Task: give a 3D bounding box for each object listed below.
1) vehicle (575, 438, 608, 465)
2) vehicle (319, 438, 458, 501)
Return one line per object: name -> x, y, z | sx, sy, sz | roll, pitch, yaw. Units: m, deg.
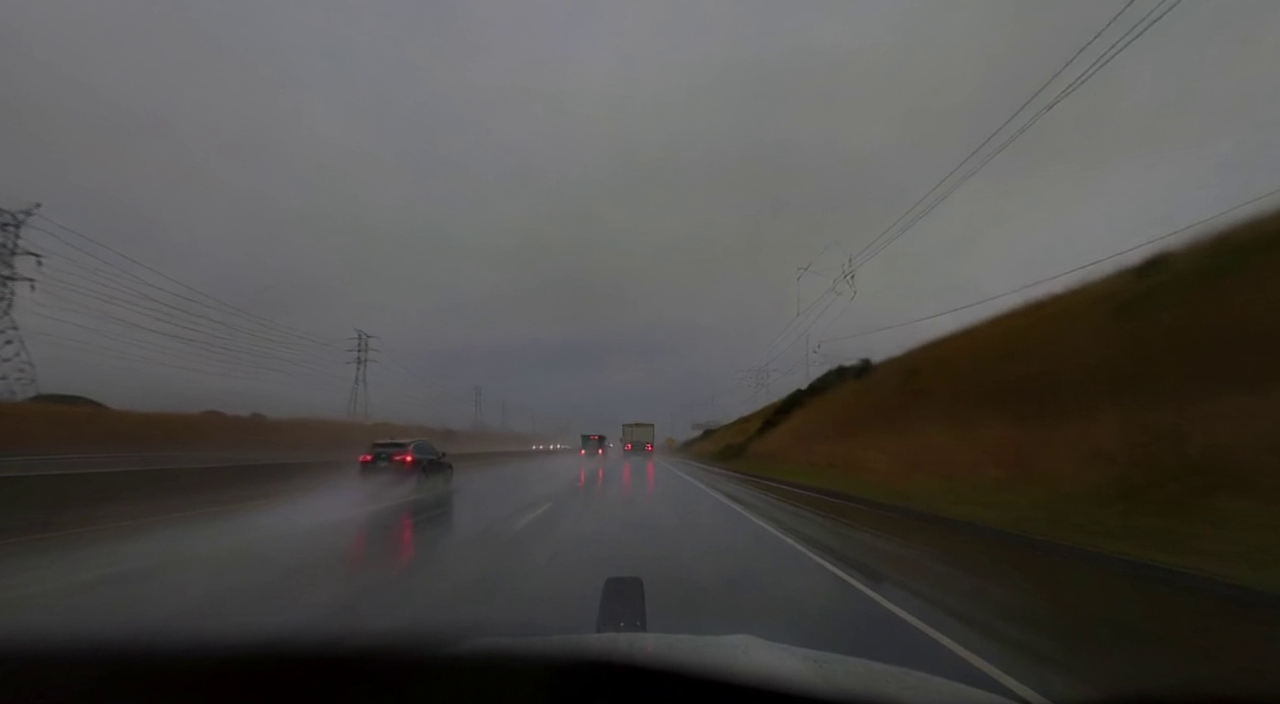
vehicle -> -3.725, 7.780, 49.384 | 2.207, 1.949, 4.911 | 0, -9, 0
vehicle -> -6.986, 3.307, 18.187 | 2.066, 1.558, 4.607 | 0, -9, 0
